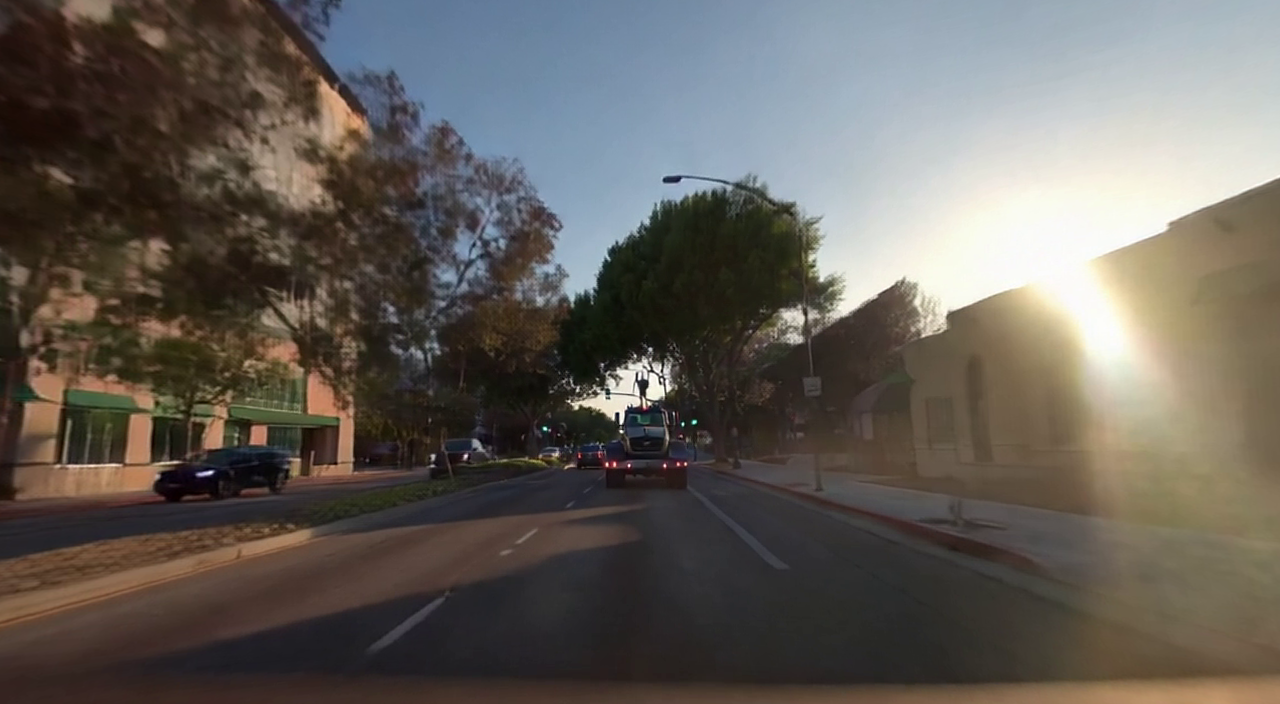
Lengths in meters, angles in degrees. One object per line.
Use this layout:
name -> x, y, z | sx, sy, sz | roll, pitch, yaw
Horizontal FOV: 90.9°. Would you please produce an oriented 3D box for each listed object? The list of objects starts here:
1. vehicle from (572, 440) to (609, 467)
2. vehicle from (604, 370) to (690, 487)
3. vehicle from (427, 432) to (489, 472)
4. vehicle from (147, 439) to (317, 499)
vehicle -> -3.210, 6.751, 41.910 | 2.081, 1.688, 4.235 | 0, -9, 0
vehicle -> 0.203, 3.116, 24.367 | 2.552, 3.461, 11.044 | -1, -9, 0
vehicle -> -12.081, 6.712, 42.415 | 2.404, 2.444, 5.799 | 0, -9, 0
vehicle -> -15.083, 4.332, 23.956 | 2.225, 1.946, 6.187 | 0, -9, 1
